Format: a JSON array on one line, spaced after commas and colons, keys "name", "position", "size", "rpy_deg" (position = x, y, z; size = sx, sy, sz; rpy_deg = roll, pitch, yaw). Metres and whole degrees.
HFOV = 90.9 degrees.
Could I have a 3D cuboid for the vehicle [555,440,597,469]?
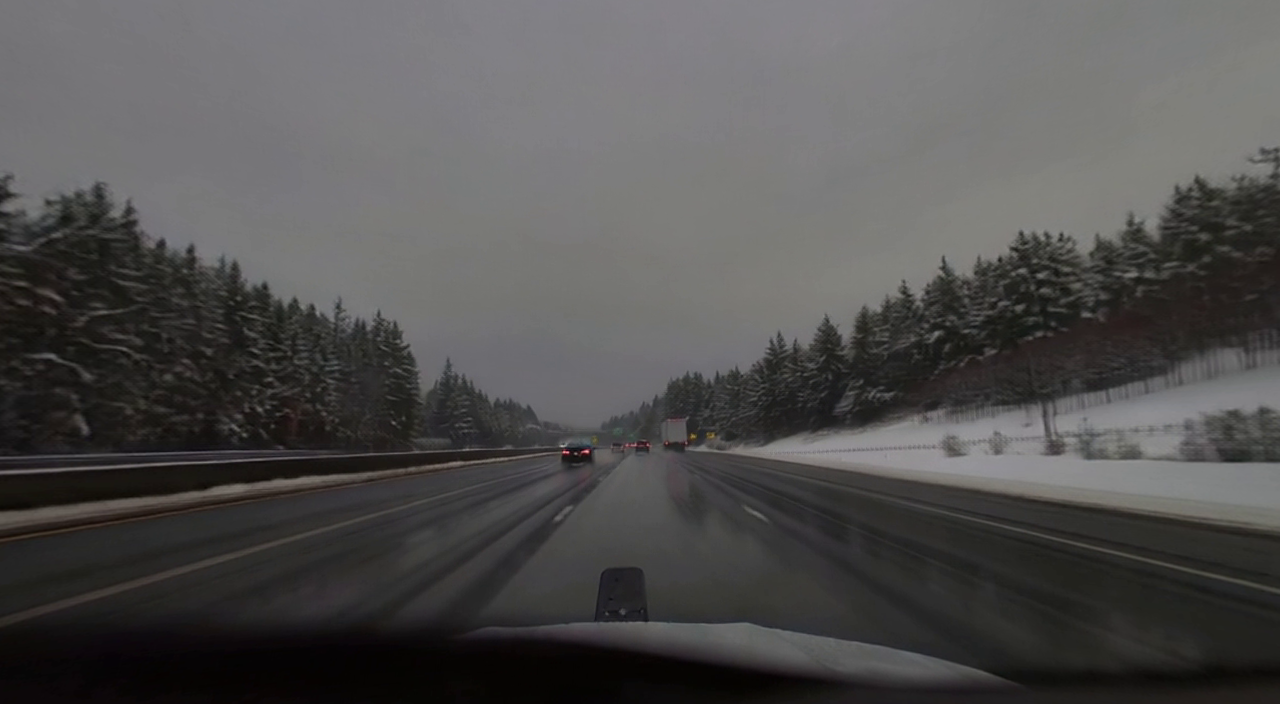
[{"name": "vehicle", "position": [-3.665, 5.976, 36.882], "size": [2.025, 1.571, 3.662], "rpy_deg": [0, -9, 1]}]
